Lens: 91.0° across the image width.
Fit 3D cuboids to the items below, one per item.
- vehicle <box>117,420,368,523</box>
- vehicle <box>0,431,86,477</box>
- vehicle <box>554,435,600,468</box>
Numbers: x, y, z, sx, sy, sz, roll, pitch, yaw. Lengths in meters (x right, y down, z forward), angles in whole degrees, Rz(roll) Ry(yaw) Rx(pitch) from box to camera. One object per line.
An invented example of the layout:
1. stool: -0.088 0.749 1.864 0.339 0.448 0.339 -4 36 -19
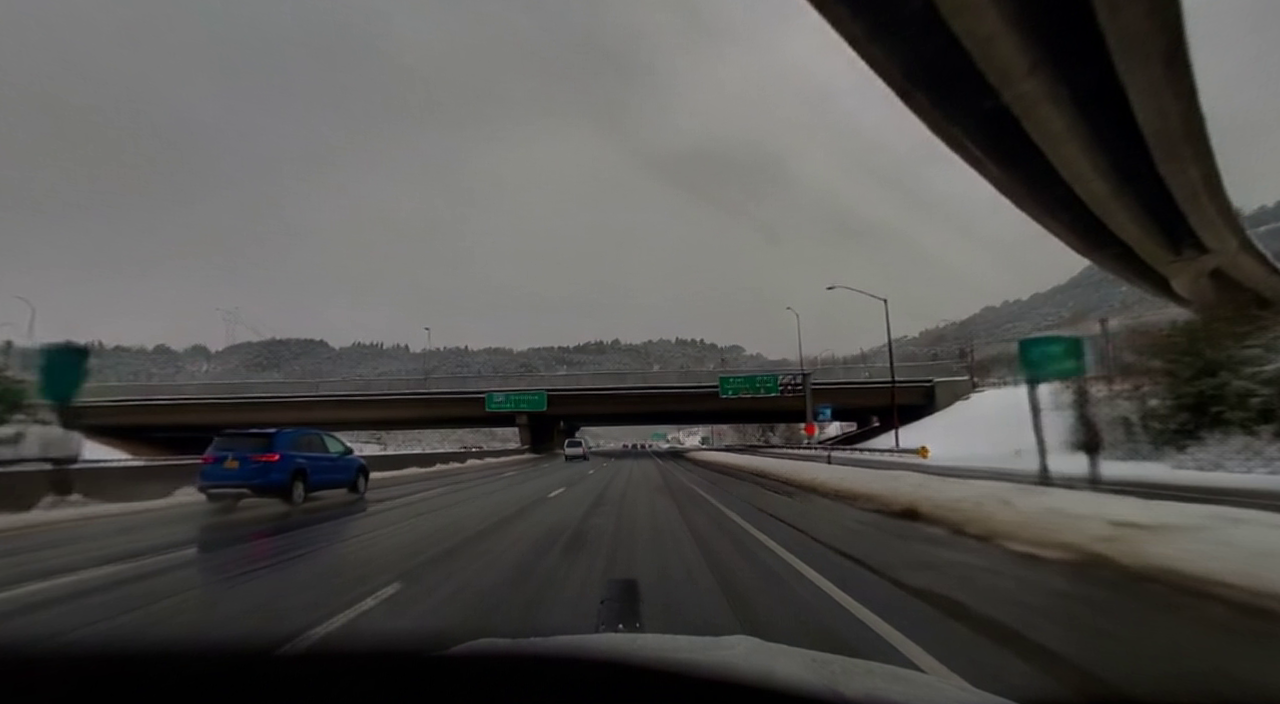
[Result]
1. vehicle: -7.683 2.354 12.933 2.092 1.712 4.627 0 -9 0
2. vehicle: -30.084 4.801 29.779 2.289 2.053 5.948 0 -9 1
3. vehicle: -3.691 5.918 37.586 2.144 1.847 4.850 0 -8 1
